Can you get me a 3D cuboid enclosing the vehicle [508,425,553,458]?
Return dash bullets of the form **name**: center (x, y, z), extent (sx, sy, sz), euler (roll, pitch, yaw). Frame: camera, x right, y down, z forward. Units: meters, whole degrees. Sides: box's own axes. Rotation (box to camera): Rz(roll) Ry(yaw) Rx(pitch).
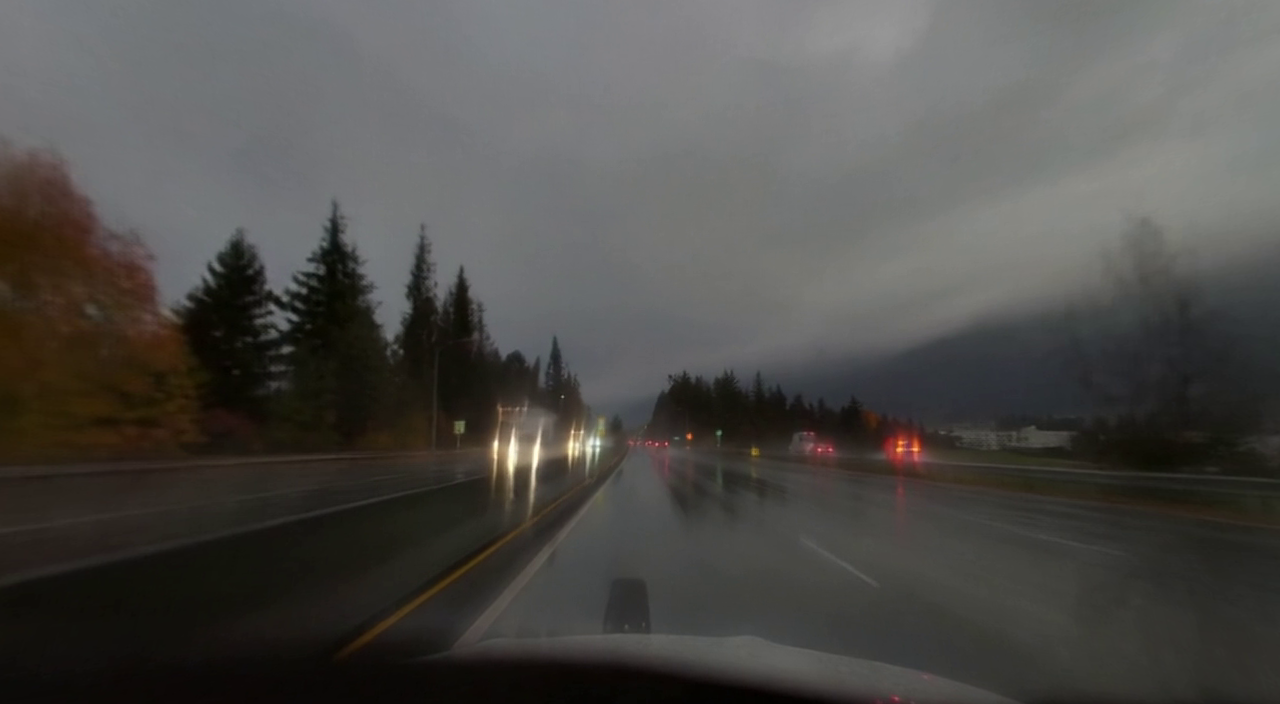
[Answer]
- **vehicle**: center (-8.247, 6.830, 48.001), extent (2.314, 2.316, 5.813), euler (0, -8, 1)
